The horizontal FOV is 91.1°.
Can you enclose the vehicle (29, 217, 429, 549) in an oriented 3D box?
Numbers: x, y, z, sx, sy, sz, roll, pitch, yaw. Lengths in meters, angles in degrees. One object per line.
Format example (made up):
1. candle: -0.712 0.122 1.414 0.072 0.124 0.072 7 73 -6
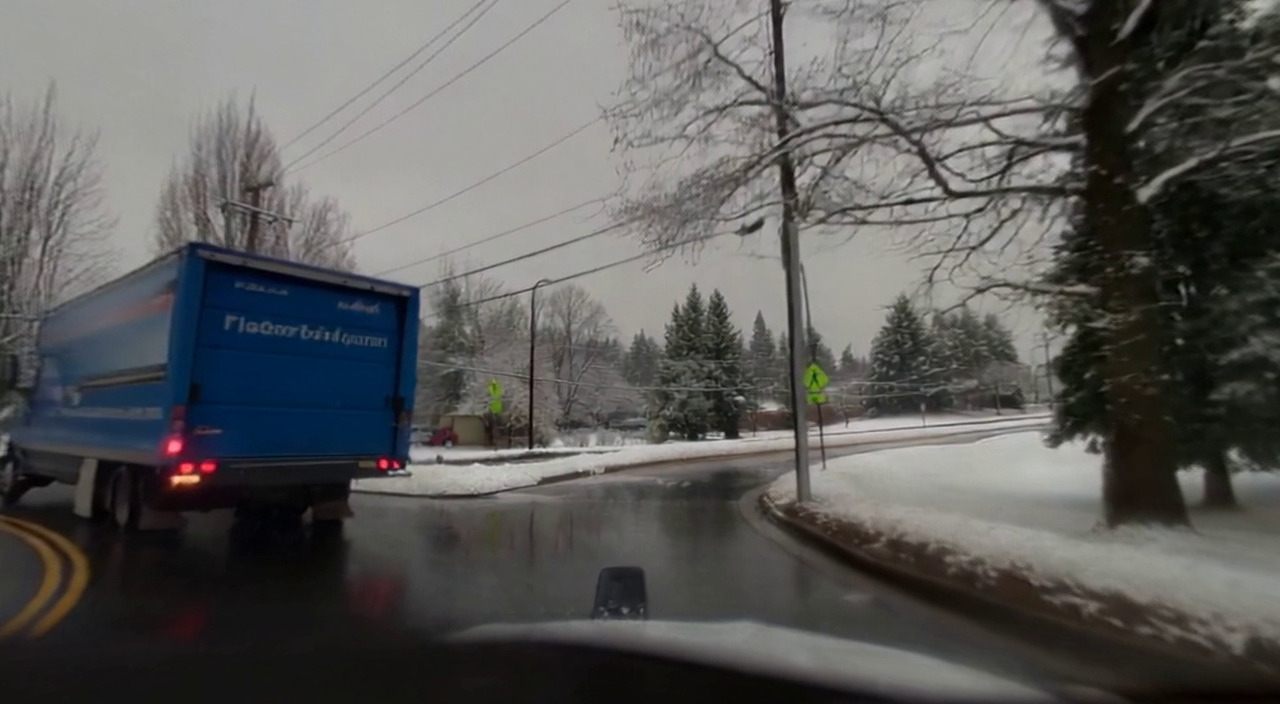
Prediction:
1. vehicle: -7.467 0.842 10.489 9.680 3.326 2.838 -7 -11 41
